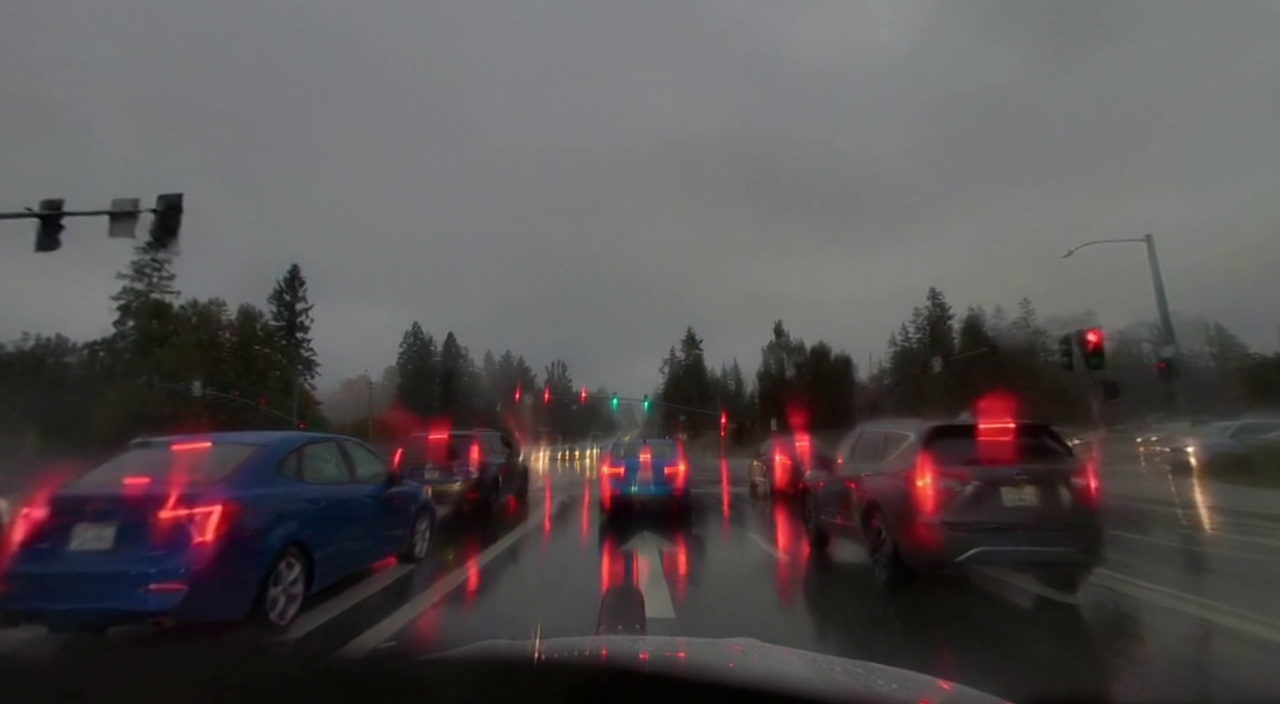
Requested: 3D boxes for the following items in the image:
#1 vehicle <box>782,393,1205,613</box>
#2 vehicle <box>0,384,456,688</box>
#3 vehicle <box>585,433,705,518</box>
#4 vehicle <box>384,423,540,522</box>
[{"bbox_3d":[3.238,1.497,7.128,2.178,1.691,4.314,0,-9,-1],"label":"vehicle"},{"bbox_3d":[-3.386,1.343,5.762,2.034,1.655,4.465,0,-9,0],"label":"vehicle"},{"bbox_3d":[0.034,2.482,13.177,2.114,1.482,4.056,0,-9,-2],"label":"vehicle"},{"bbox_3d":[-3.417,2.410,13.098,1.958,1.693,4.242,0,-9,0],"label":"vehicle"}]
